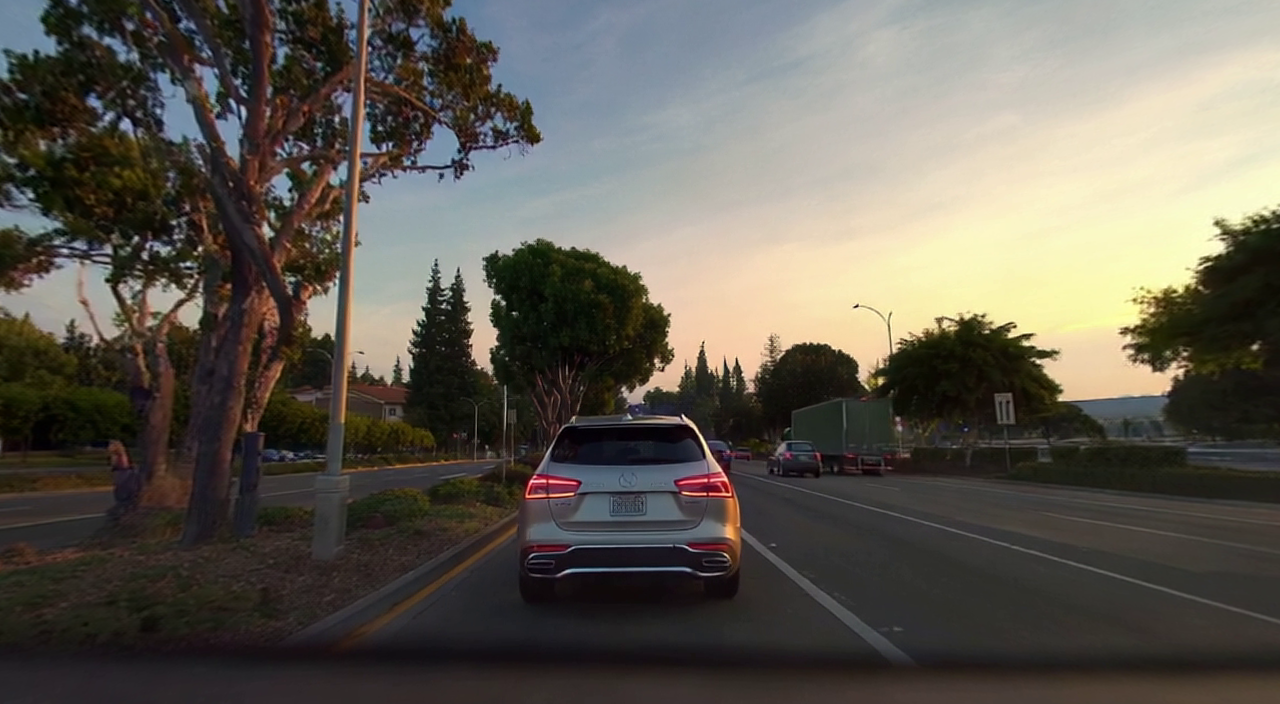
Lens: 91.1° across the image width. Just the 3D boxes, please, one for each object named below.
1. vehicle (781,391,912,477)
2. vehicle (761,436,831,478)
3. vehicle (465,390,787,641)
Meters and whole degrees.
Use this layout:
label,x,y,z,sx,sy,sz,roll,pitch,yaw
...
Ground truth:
label,x,y,z,sx,sy,sz,roll,pitch,yaw
vehicle,10.876,4.646,34.888,3.025,3.993,11.243,0,-9,-2
vehicle,7.275,4.946,29.818,2.024,1.810,4.807,0,-8,-1
vehicle,-0.111,1.409,6.365,2.172,1.694,4.055,0,-8,-1
